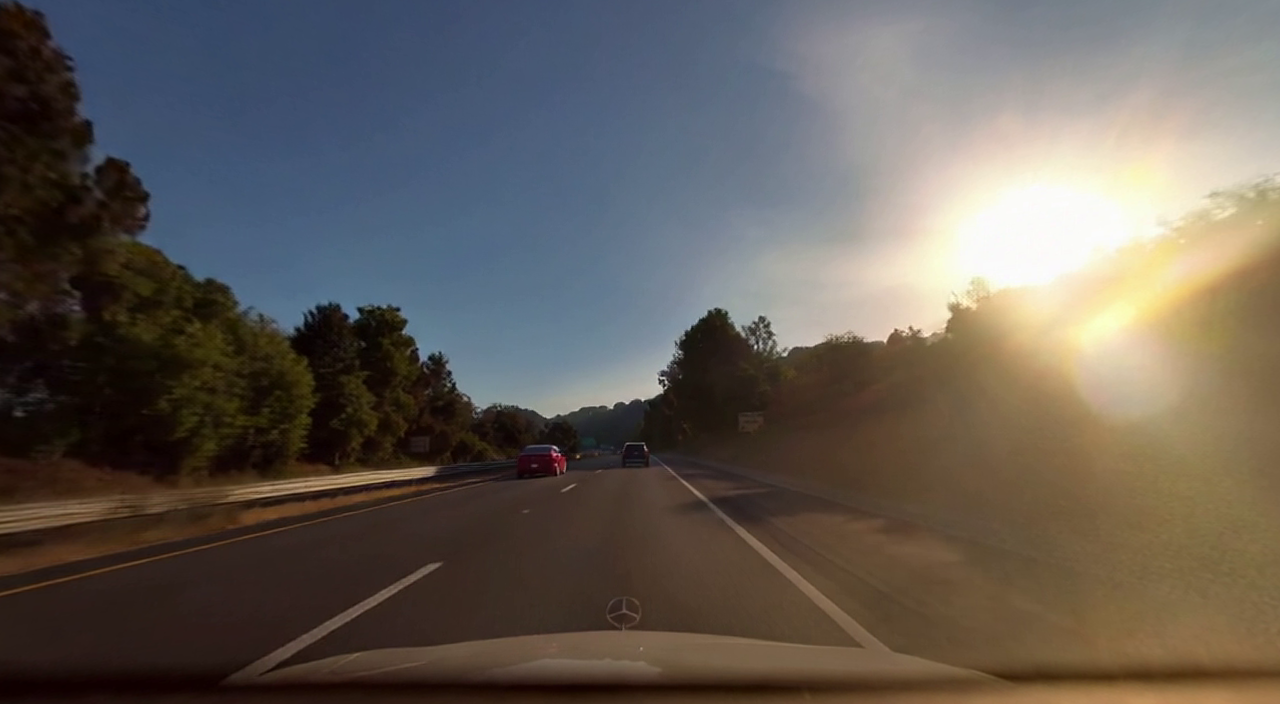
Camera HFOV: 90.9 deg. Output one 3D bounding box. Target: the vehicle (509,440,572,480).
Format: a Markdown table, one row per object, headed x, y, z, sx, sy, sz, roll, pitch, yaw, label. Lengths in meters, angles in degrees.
| x | y | z | sx | sy | sz | roll | pitch | yaw | label |
| --- | --- | --- | --- | --- | --- | --- | --- | --- | --- |
| -4.394 | 4.860 | 28.476 | 2.113 | 1.656 | 4.215 | 0 | -9 | 1 | vehicle |

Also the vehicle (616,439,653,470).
| x | y | z | sx | sy | sz | roll | pitch | yaw | label |
| --- | --- | --- | --- | --- | --- | --- | --- | --- | --- |
| -0.332 | 6.289 | 38.767 | 2.126 | 1.786 | 3.958 | 0 | -9 | 0 | vehicle |
